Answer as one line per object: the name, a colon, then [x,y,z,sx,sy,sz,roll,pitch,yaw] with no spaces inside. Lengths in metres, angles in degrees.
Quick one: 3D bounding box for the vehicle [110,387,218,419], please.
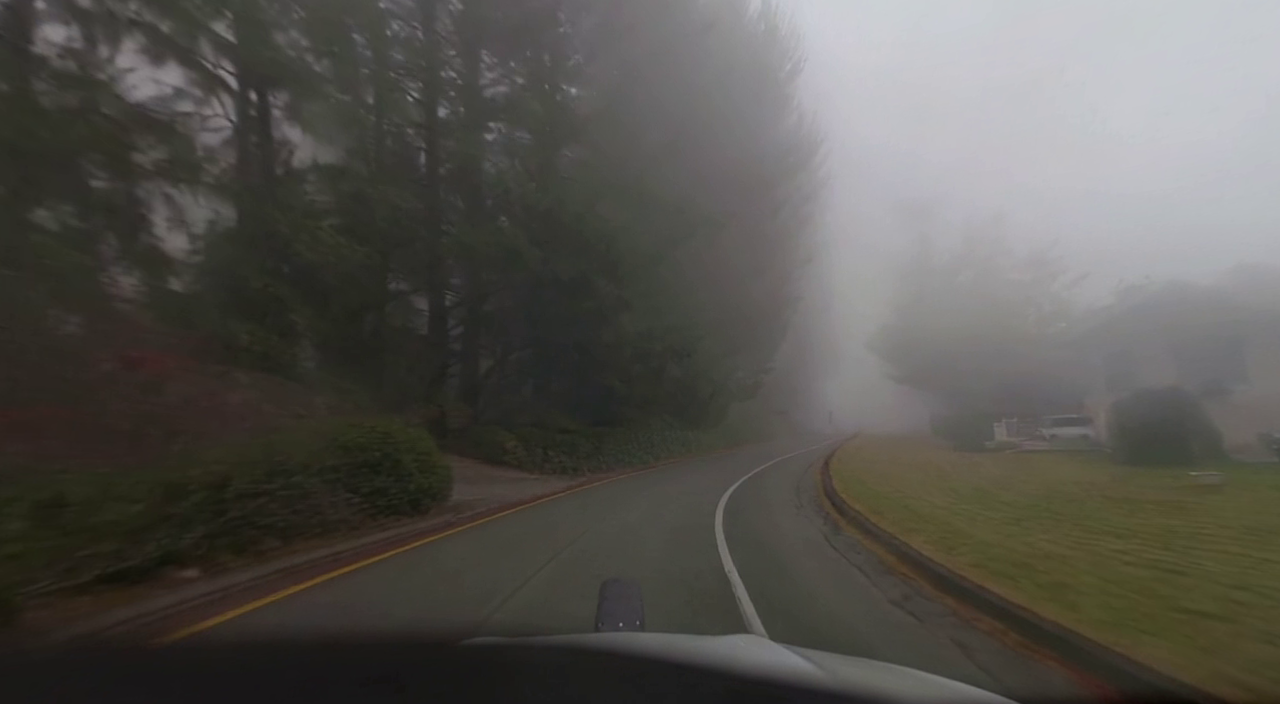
vehicle: [-34.696,3.789,46.071,2.424,2.051,5.709,-6,-8,28]
